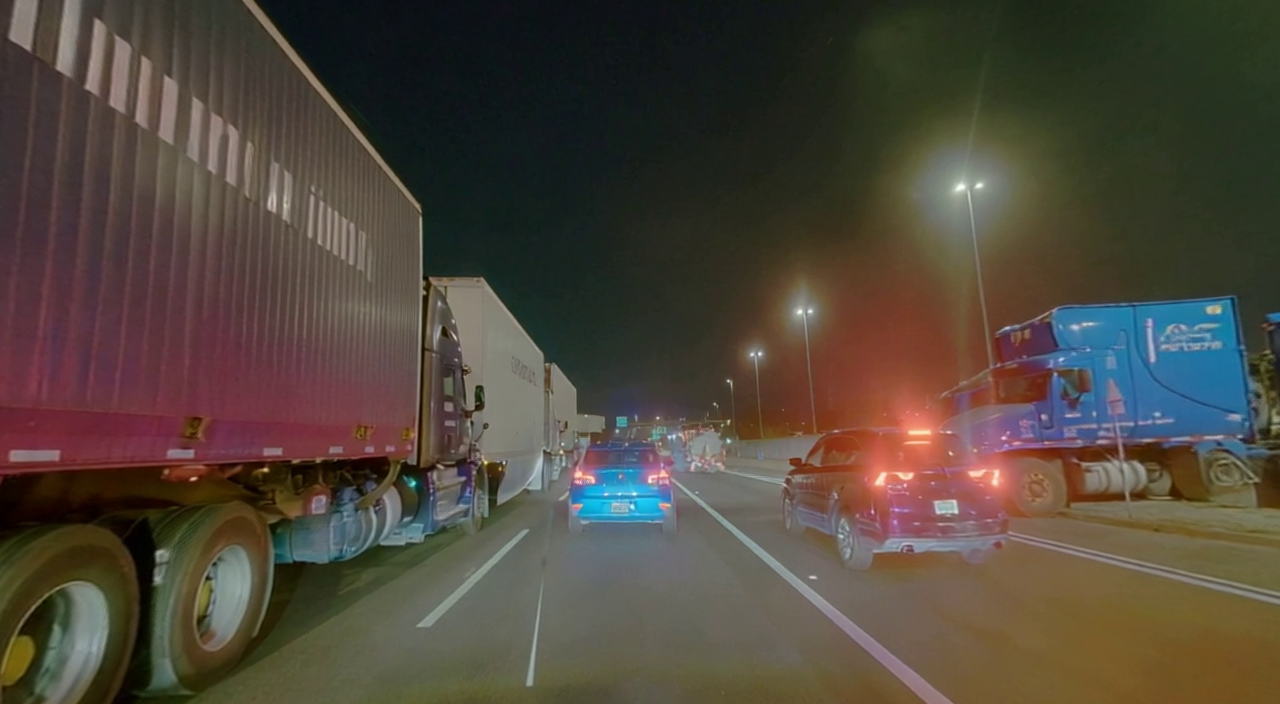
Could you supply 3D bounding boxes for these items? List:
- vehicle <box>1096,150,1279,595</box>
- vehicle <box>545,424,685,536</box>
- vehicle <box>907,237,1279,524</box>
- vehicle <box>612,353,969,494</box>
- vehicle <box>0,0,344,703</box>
[{"bbox_3d":[11.159,-0.340,3.272,13.564,4.152,3.110,-9,-12,42],"label":"vehicle"},{"bbox_3d":[-0.405,2.270,11.640,2.140,1.682,3.971,0,-9,-1],"label":"vehicle"},{"bbox_3d":[10.743,0.481,9.890,11.409,4.186,2.923,-8,-12,41],"label":"vehicle"},{"bbox_3d":[4.614,3.035,24.811,2.877,4.124,14.516,4,-10,-41],"label":"vehicle"},{"bbox_3d":[-3.961,-0.170,0.643,2.986,3.391,9.523,0,-9,-2],"label":"vehicle"}]
